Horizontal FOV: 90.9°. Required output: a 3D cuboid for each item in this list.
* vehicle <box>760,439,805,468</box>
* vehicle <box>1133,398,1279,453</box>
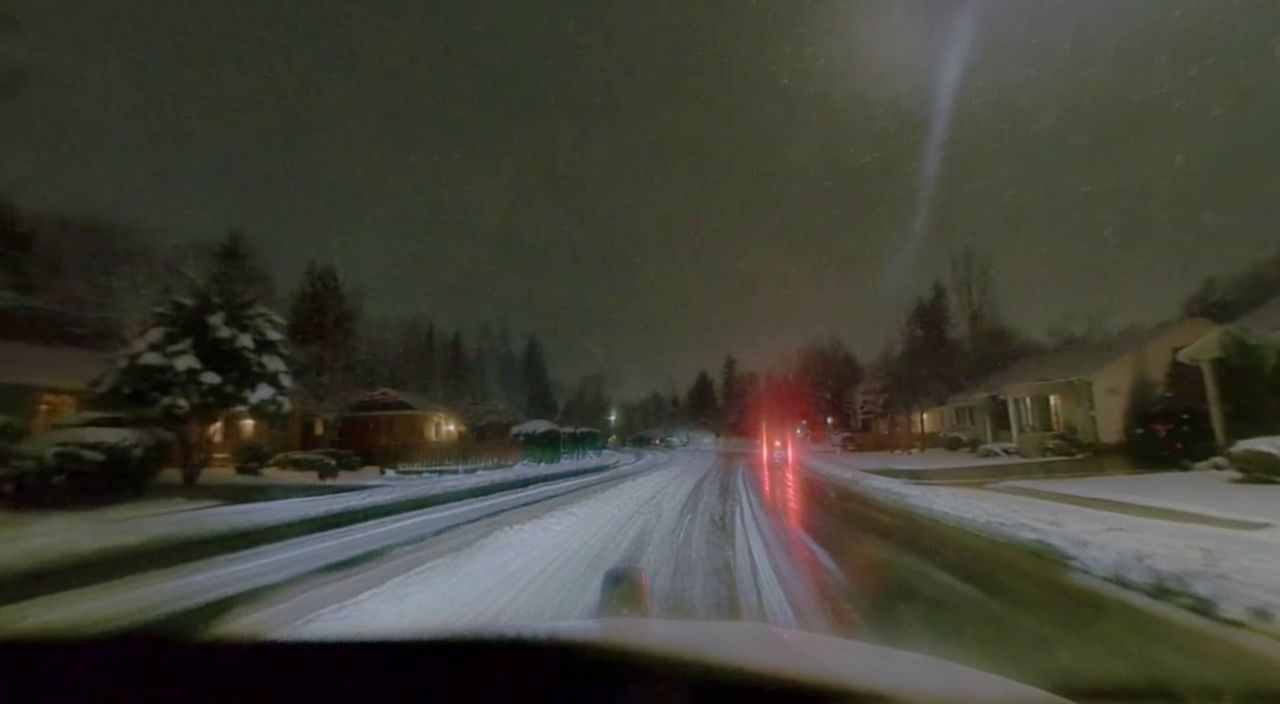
[{"bbox_3d":[7.832,5.600,34.993,2.129,1.490,4.369,-1,-9,9],"label":"vehicle"},{"bbox_3d":[20.009,2.588,21.791,1.830,1.698,4.624,1,-8,-6],"label":"vehicle"}]
